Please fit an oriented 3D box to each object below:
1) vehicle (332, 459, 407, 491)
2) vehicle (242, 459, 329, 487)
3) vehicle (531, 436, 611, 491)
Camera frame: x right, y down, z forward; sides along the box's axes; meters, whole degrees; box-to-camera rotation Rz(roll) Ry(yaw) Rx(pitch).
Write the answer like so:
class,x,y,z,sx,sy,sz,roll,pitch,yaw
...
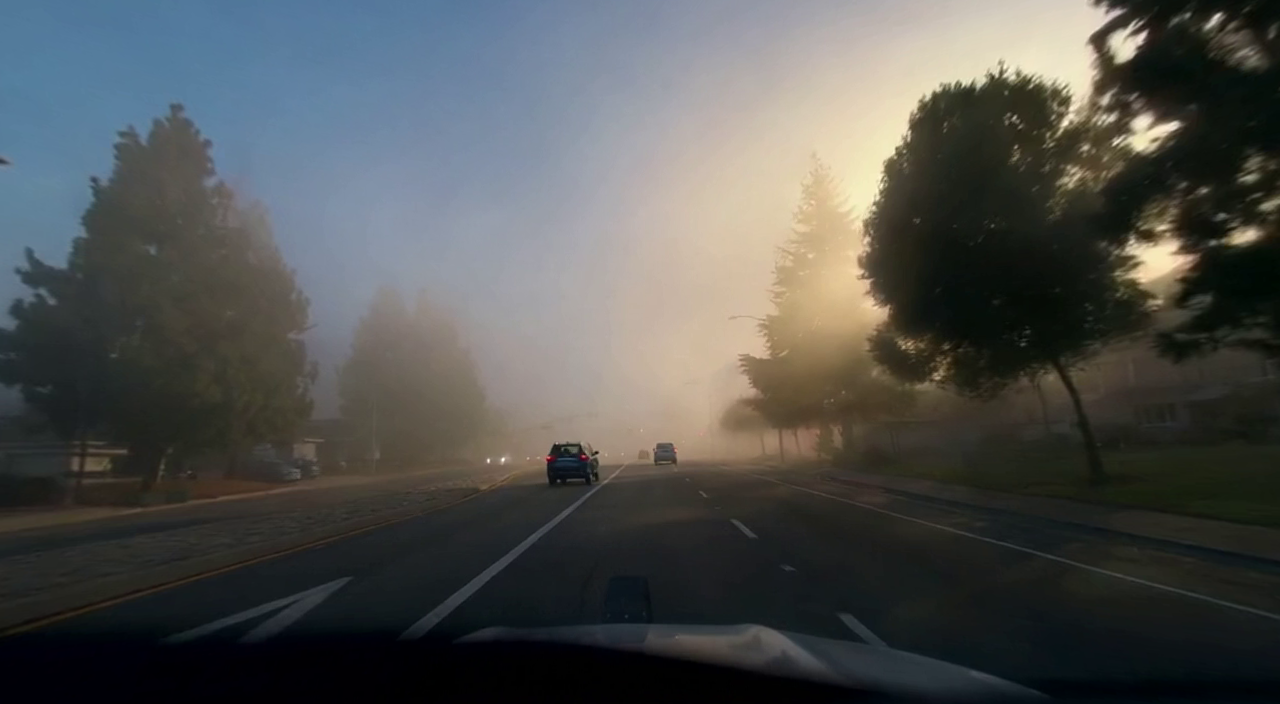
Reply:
class,x,y,z,sx,sy,sz,roll,pitch,yaw
vehicle,-14.761,6.727,34.760,1.981,1.503,4.796,0,-9,0
vehicle,-24.599,8.414,43.865,4.824,1.766,1.967,0,-9,4
vehicle,-2.465,4.185,24.055,2.459,1.825,5.380,0,-8,0
